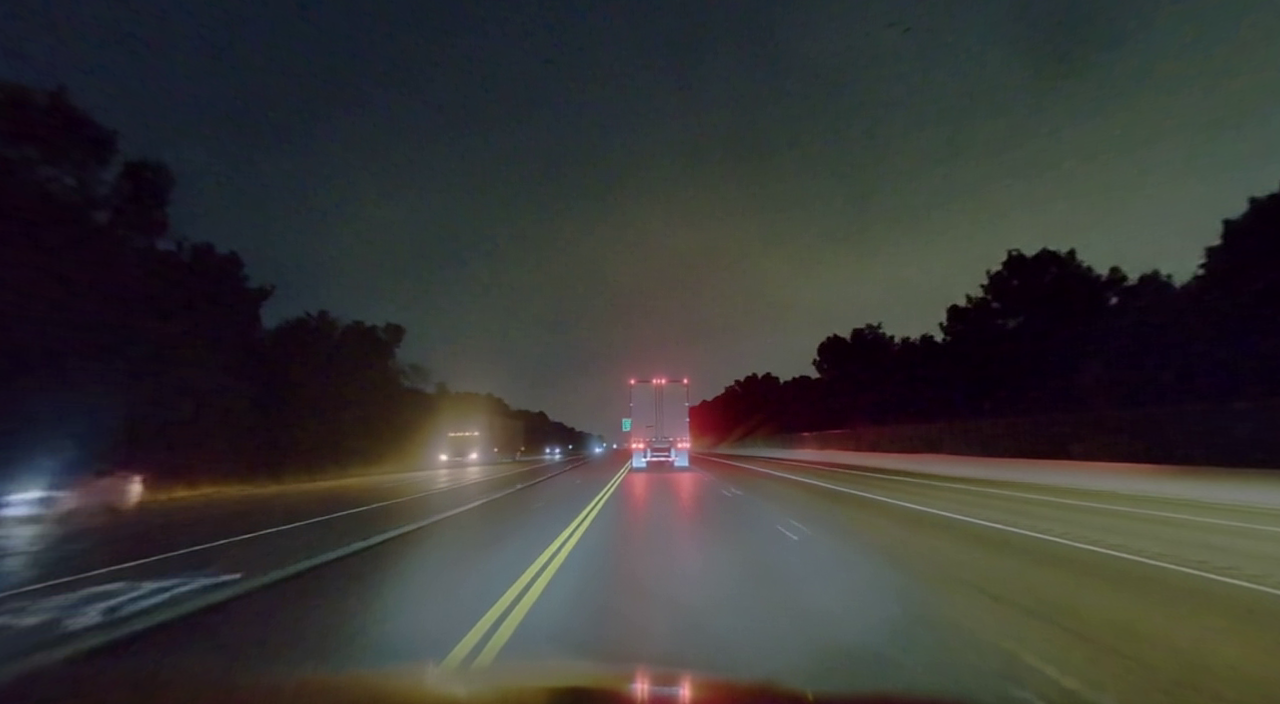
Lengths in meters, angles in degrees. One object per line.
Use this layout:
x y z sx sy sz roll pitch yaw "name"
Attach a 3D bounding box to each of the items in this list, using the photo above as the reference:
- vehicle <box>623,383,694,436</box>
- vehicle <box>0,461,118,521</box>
0.621 2.429 25.576 2.509 1.890 4.732 0 -8 -3 "vehicle"
-18.018 3.987 18.248 1.859 1.493 4.490 -1 -8 1 "vehicle"
